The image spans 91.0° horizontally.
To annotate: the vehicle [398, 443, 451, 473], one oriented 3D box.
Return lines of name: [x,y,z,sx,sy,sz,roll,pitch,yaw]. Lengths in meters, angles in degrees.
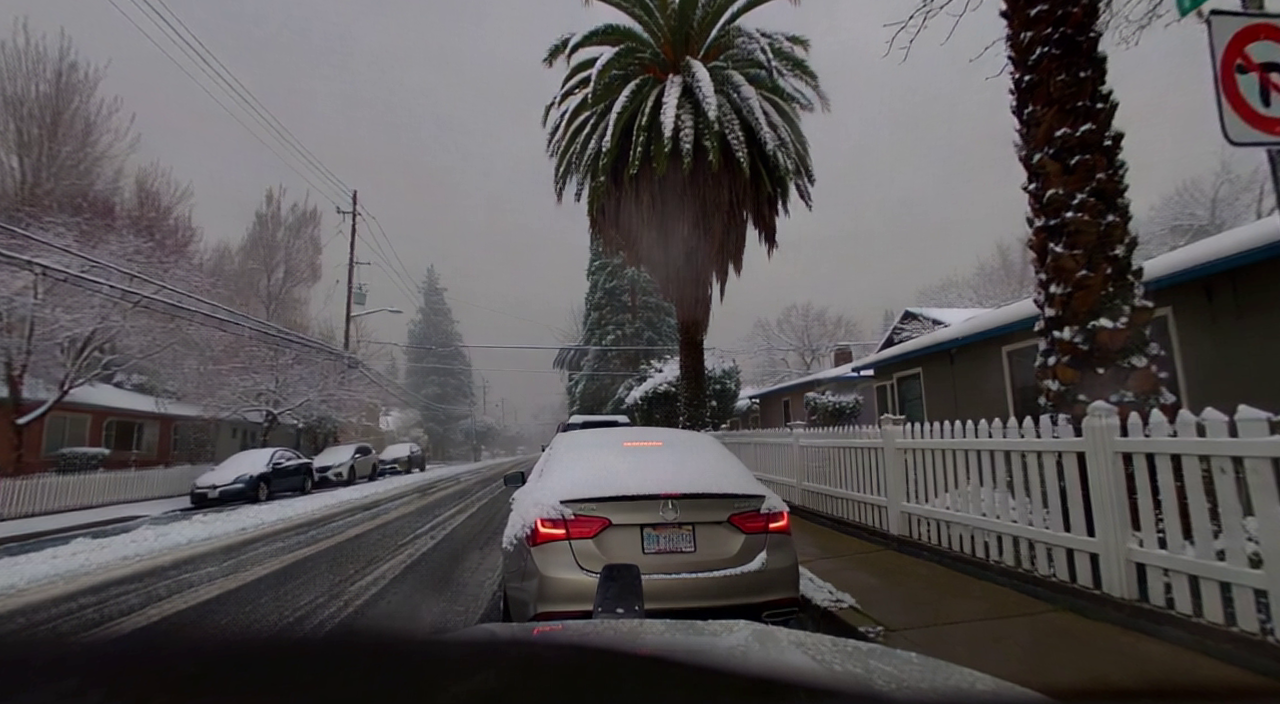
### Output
vehicle: [-13.161,6.465,38.709,2.060,1.689,4.999,1,-8,-7]

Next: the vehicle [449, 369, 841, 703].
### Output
vehicle: [-0.136,1.213,4.998,1.894,1.695,3.795,1,-8,-6]

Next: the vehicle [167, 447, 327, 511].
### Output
vehicle: [-11.391,3.653,18.790,2.017,1.627,5.039,1,-8,-7]

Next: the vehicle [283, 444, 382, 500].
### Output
vehicle: [-12.152,4.713,25.246,2.048,1.485,4.757,-4,-4,-7]
